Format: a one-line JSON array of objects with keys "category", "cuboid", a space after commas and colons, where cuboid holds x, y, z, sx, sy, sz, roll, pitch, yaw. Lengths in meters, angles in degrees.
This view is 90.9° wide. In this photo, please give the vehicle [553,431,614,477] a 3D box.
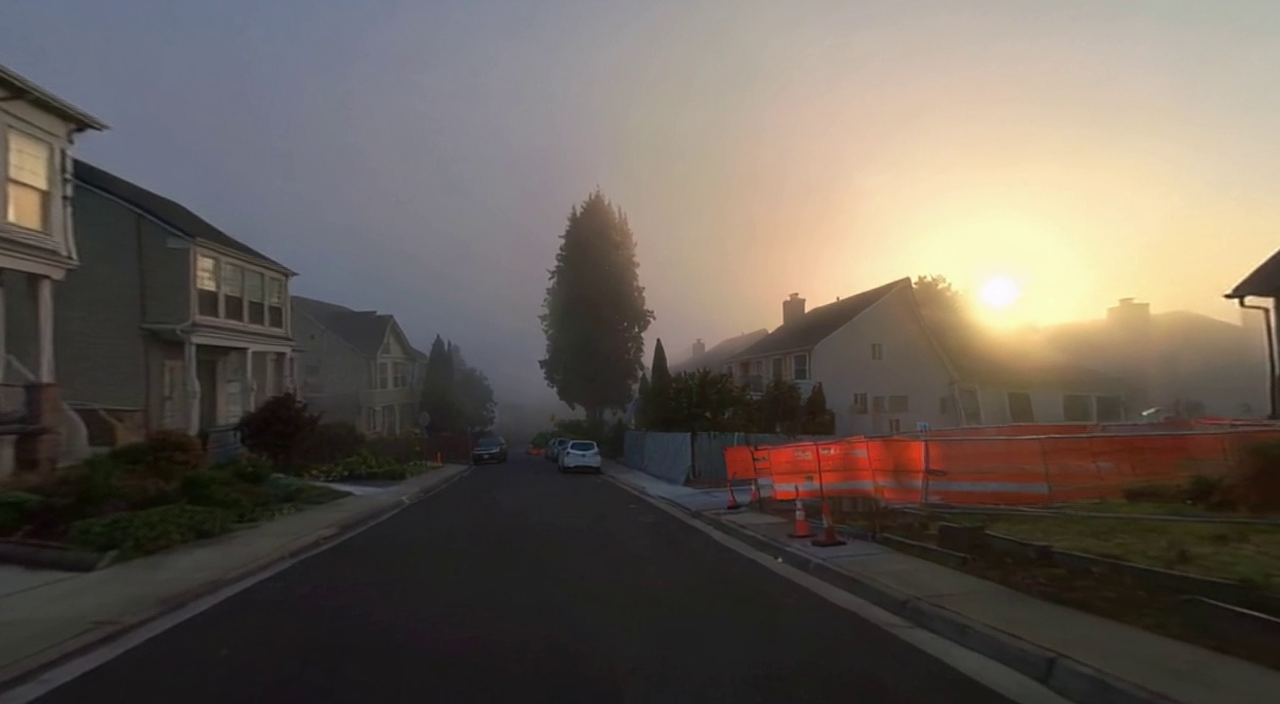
[{"category": "vehicle", "cuboid": [-2.441, 4.195, 26.309, 2.066, 1.739, 4.234, 1, -8, -11]}]

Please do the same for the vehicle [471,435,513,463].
[{"category": "vehicle", "cuboid": [-8.603, 5.613, 36.831, 1.834, 1.543, 3.497, 0, -8, -4]}]
